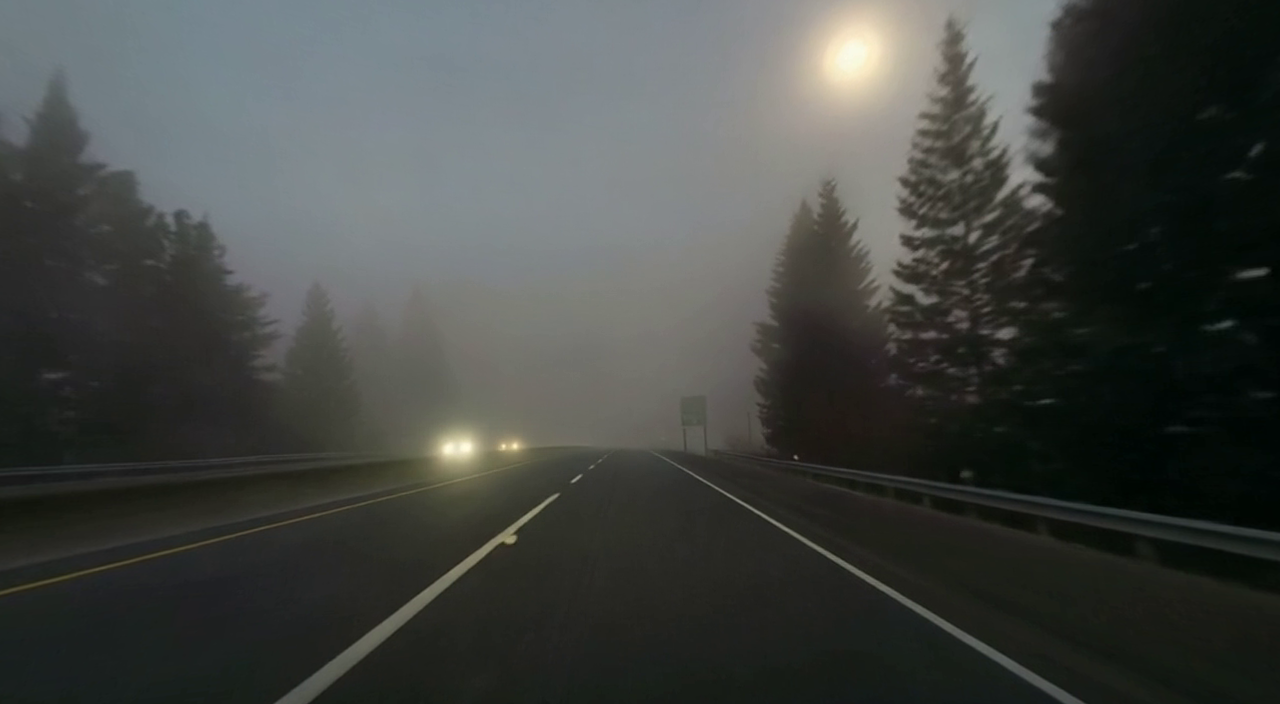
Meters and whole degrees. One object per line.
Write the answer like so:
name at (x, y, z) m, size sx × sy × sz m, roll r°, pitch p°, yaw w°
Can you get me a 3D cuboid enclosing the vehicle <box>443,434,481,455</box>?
vehicle at (-13.924, 7.221, 49.514) m, size 1.837 × 1.574 × 4.094 m, roll 0°, pitch -8°, yaw -1°
